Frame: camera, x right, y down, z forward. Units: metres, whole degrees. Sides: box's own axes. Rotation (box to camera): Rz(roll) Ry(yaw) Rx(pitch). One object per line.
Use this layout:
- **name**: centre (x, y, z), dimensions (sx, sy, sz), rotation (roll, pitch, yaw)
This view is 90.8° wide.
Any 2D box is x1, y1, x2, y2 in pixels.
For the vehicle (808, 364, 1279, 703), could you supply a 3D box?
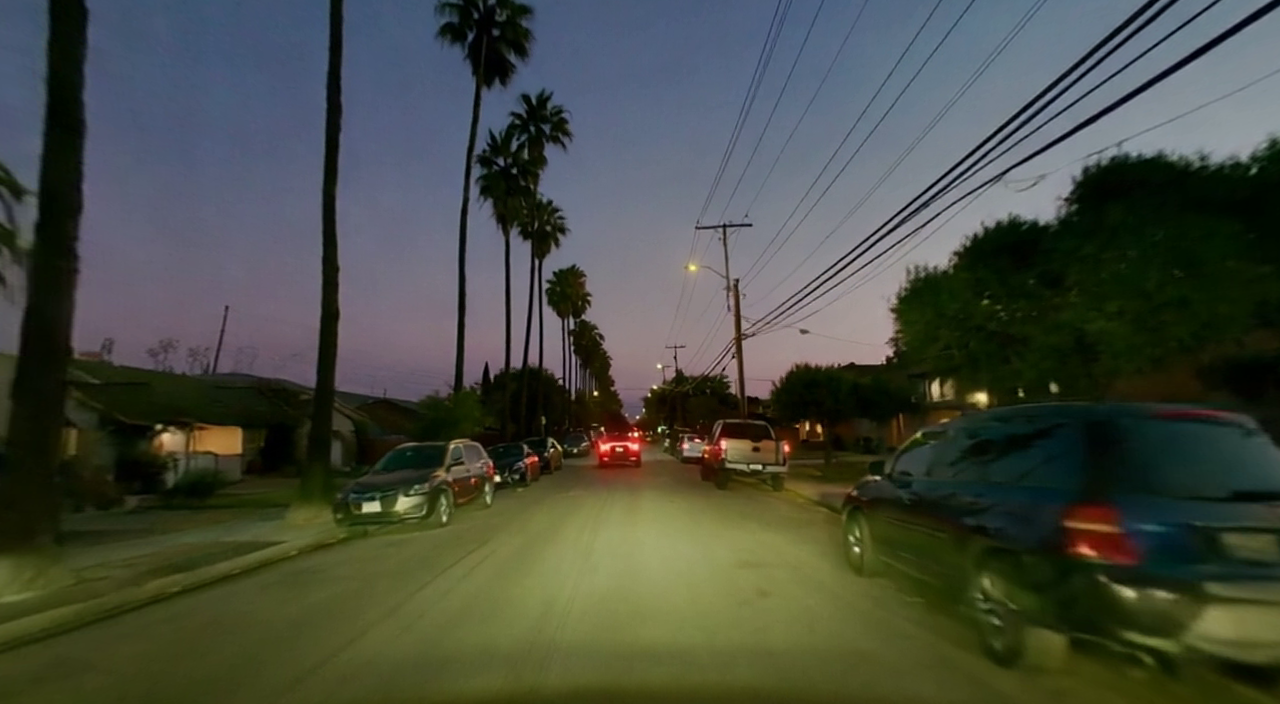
- **vehicle**: centre (2.903, 1.173, 4.595), dimensions (2.060, 1.614, 4.652), rotation (-1, -8, 0)

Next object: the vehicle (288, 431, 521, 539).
- **vehicle**: centre (-3.965, 2.341, 11.966), dimensions (2.130, 1.543, 5.386), rotation (-1, -8, 3)

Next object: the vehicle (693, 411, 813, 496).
- **vehicle**: centre (2.923, 2.814, 17.796), dimensions (2.292, 1.981, 5.277), rotation (0, -8, -1)

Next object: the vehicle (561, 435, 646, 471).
- **vehicle**: centre (-1.782, 4.646, 29.314), dimensions (2.081, 1.483, 4.599), rotation (4, -9, -30)
